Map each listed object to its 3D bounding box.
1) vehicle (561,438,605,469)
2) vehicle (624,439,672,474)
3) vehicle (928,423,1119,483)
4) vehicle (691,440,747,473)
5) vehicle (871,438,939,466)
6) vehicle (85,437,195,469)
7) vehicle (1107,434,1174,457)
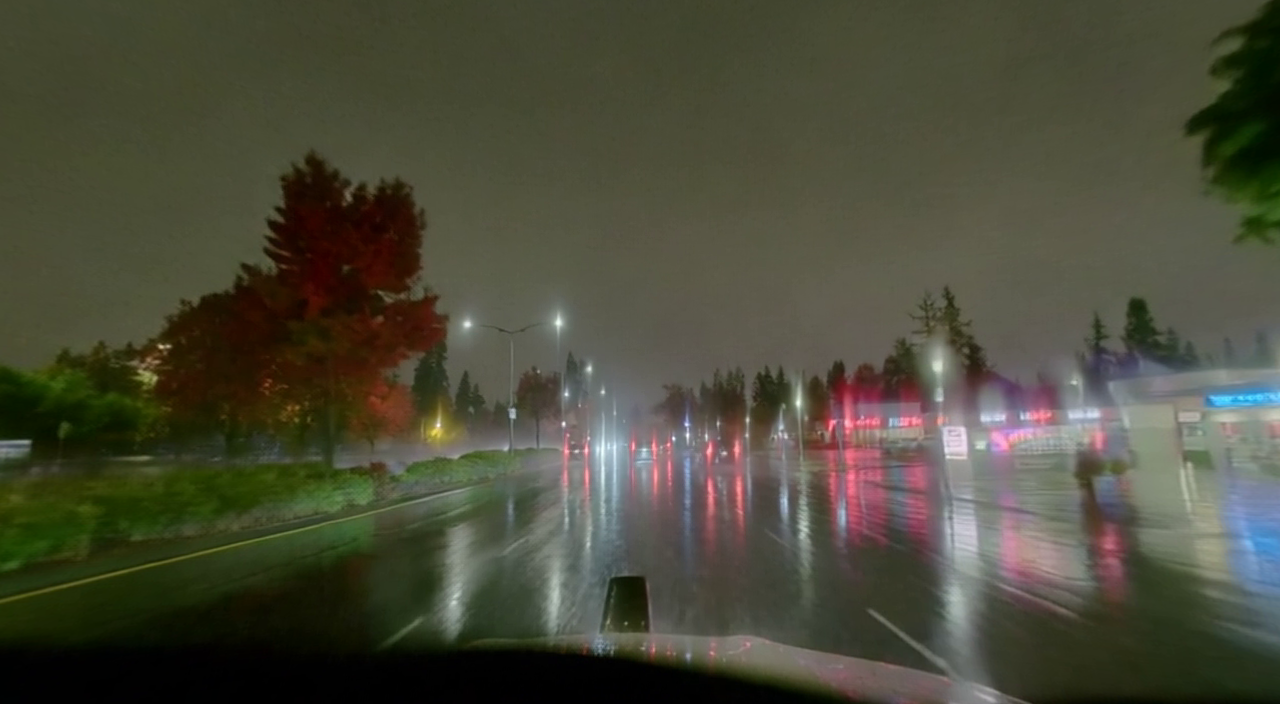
[{"bbox_3d":[-3.065,5.561,34.751,1.995,1.607,4.086,0,-8,1],"label":"vehicle"},{"bbox_3d":[0.330,4.810,29.281,2.059,1.477,4.216,0,-8,0],"label":"vehicle"},{"bbox_3d":[13.257,3.525,22.108,5.144,1.834,2.188,-2,-9,2],"label":"vehicle"},{"bbox_3d":[3.701,4.984,30.245,2.012,1.462,4.400,0,-8,-1],"label":"vehicle"},{"bbox_3d":[15.307,5.802,36.719,2.099,1.526,4.555,-1,-8,2],"label":"vehicle"},{"bbox_3d":[-35.174,7.083,44.657,2.578,1.973,6.455,1,-8,-1],"label":"vehicle"},{"bbox_3d":[35.037,6.550,44.239,1.773,1.500,3.930,-1,-9,6],"label":"vehicle"}]
